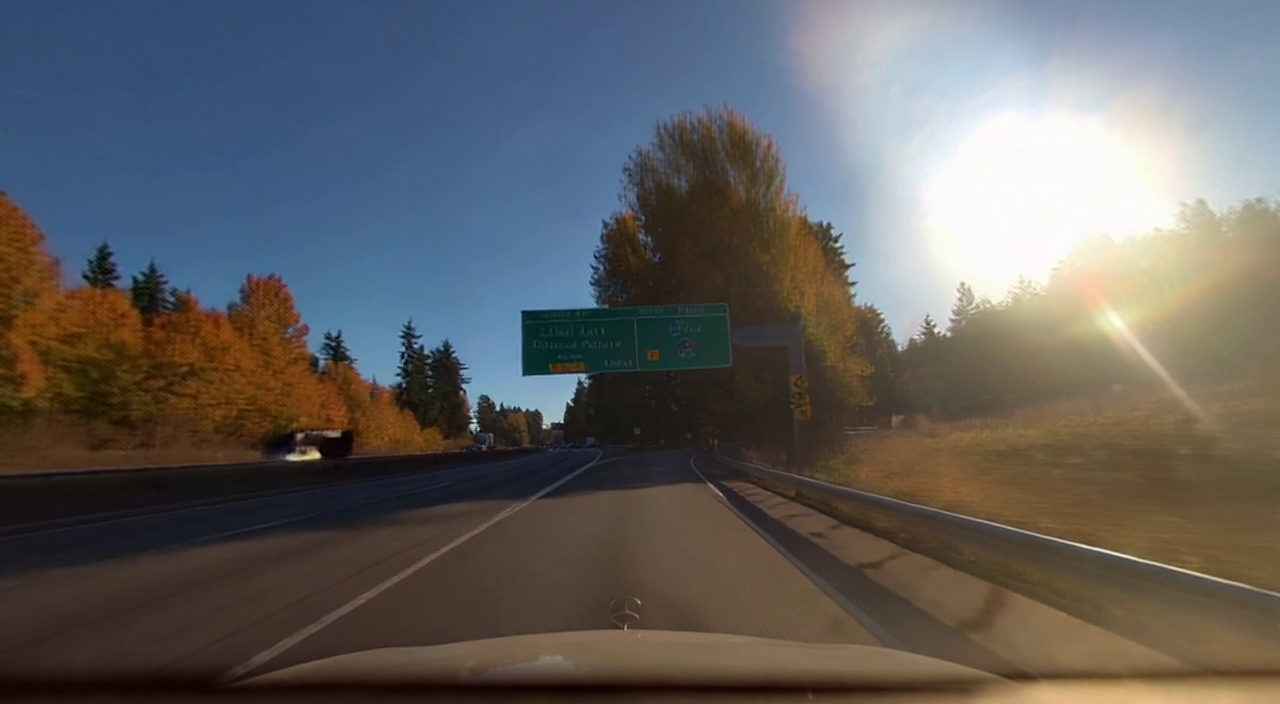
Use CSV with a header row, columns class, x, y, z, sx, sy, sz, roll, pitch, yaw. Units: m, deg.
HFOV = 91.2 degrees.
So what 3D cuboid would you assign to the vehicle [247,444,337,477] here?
class,x,y,z,sx,sy,sz,roll,pitch,yaw
vehicle,-16.933,5.266,30.837,1.849,1.500,4.466,0,-8,0
